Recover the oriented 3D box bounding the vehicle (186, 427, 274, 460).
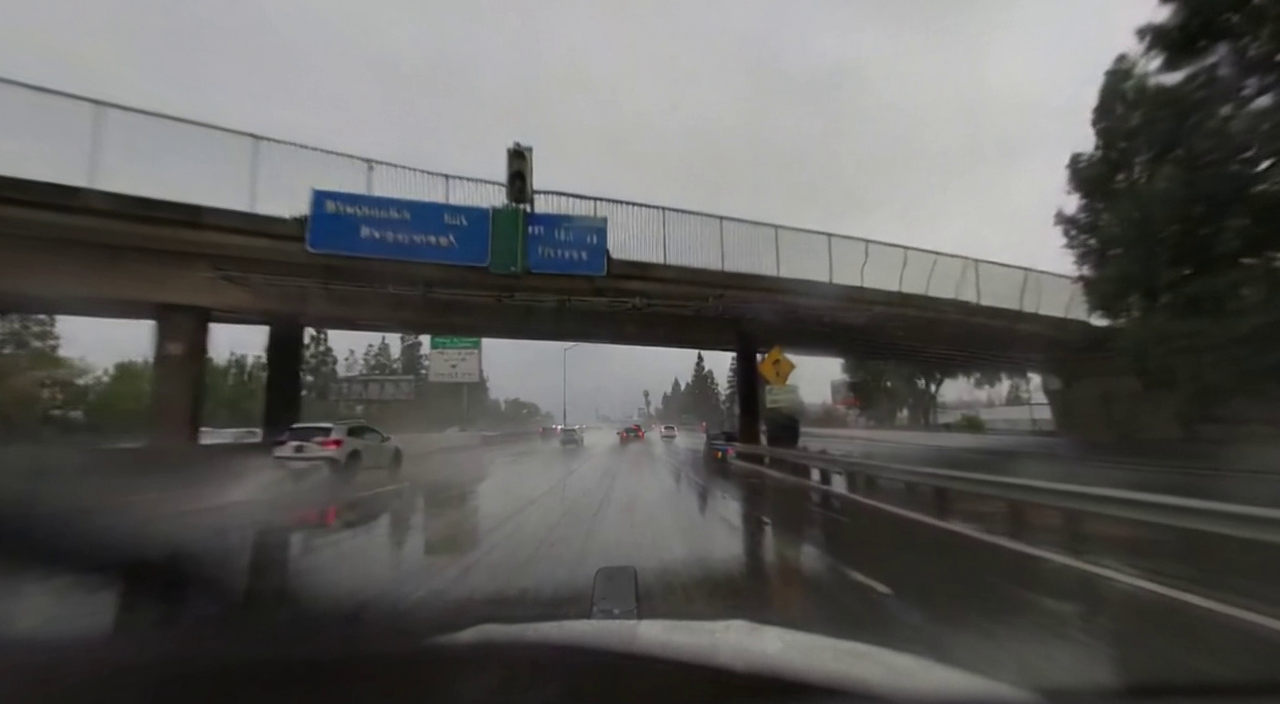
[{"bbox_3d":[-22.723,5.073,35.160,1.947,1.642,4.421,1,-7,0],"label":"vehicle"}]

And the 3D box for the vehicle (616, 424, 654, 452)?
[{"bbox_3d":[-0.346,5.452,40.129,2.240,1.646,4.949,1,-7,-1],"label":"vehicle"}]

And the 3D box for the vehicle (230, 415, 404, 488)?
[{"bbox_3d":[-7.712,2.412,15.666,2.009,1.537,4.449,1,-7,-1],"label":"vehicle"}]

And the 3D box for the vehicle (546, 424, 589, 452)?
[{"bbox_3d":[-4.301,5.157,37.886,2.103,1.512,4.155,1,-7,0],"label":"vehicle"}]
